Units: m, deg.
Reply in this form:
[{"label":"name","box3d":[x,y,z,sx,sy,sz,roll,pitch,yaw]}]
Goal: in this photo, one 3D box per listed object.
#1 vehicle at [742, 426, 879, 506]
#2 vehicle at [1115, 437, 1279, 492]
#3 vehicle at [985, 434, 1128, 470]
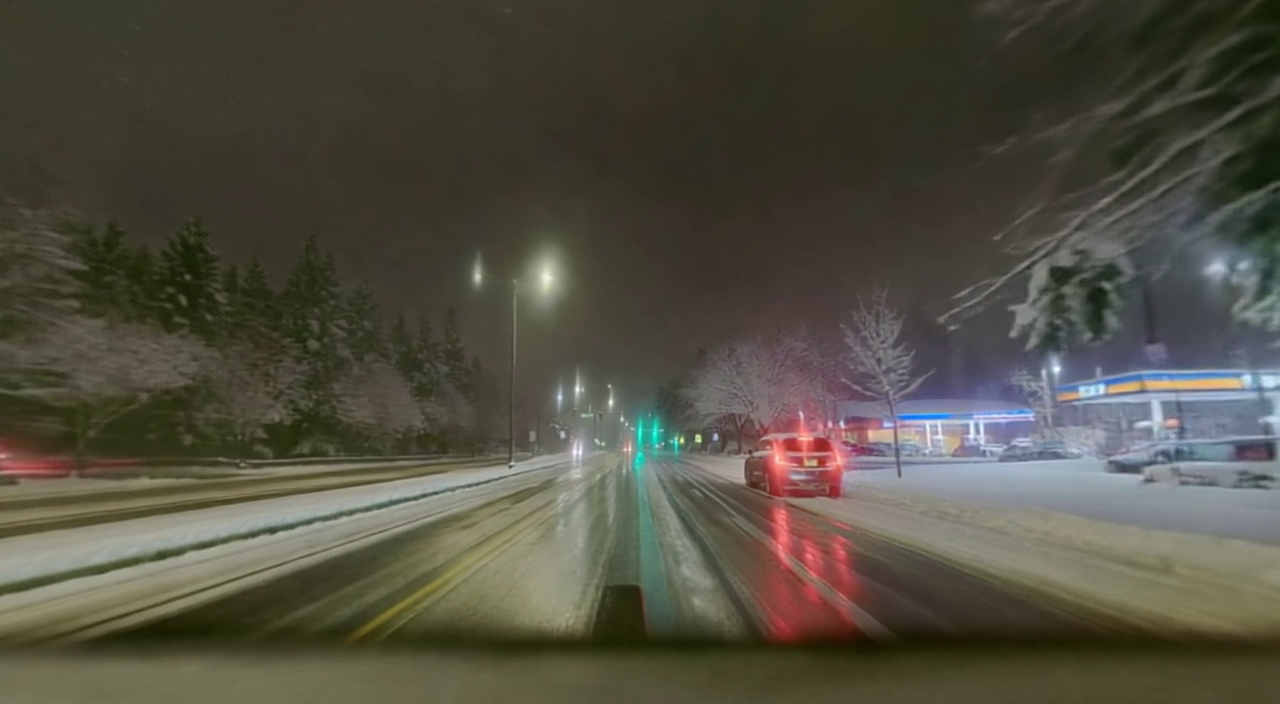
[{"label":"vehicle","box3d":[4.449,3.079,17.530,2.245,1.864,5.076,0,-9,-2]},{"label":"vehicle","box3d":[15.871,3.155,17.896,3.383,1.393,1.730,1,-8,3]},{"label":"vehicle","box3d":[23.287,5.610,35.551,6.404,1.894,2.275,0,-8,0]}]
